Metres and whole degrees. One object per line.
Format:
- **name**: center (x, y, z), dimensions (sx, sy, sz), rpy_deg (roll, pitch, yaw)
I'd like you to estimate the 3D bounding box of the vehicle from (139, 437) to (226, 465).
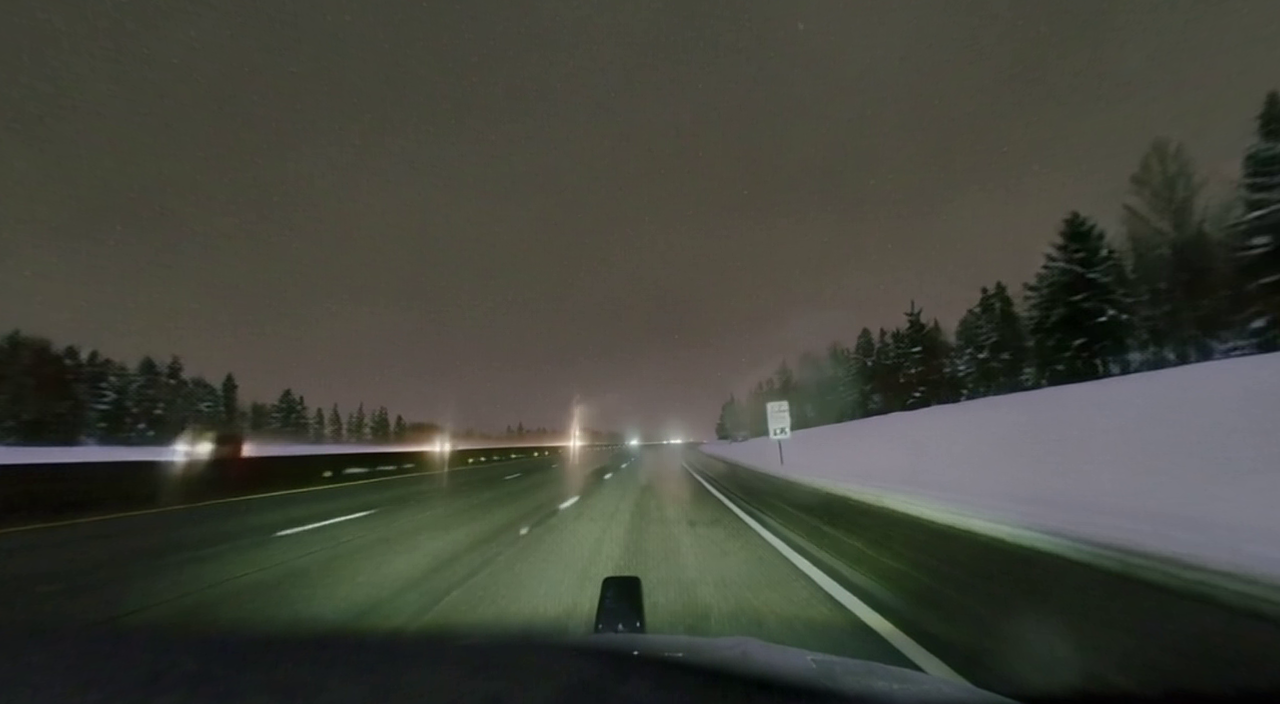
- **vehicle**: center (-27.699, 6.006, 38.288), dimensions (1.968, 1.617, 4.225), rpy_deg (0, -9, 2)
